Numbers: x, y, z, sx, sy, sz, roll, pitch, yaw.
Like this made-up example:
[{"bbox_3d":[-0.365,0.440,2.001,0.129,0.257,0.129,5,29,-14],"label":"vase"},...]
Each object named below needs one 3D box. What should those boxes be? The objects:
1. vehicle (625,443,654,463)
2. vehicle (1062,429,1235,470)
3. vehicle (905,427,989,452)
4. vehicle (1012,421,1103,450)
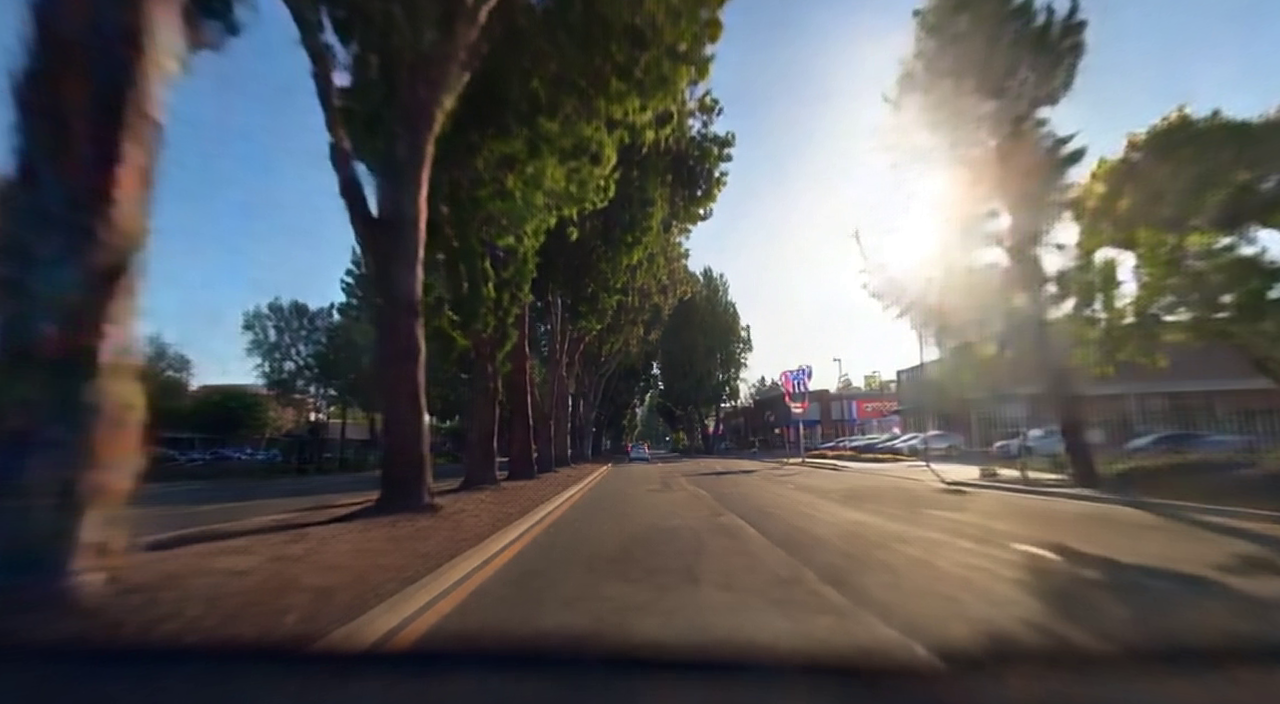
[{"bbox_3d":[-0.087,7.928,49.807,2.159,1.461,4.142,0,-8,-1],"label":"vehicle"},{"bbox_3d":[19.921,3.841,24.989,2.048,1.462,4.802,5,-10,-32],"label":"vehicle"},{"bbox_3d":[20.999,6.042,43.405,4.682,1.630,1.972,-1,-9,2],"label":"vehicle"},{"bbox_3d":[25.633,5.210,39.062,1.921,1.678,5.257,0,-9,-2],"label":"vehicle"}]
